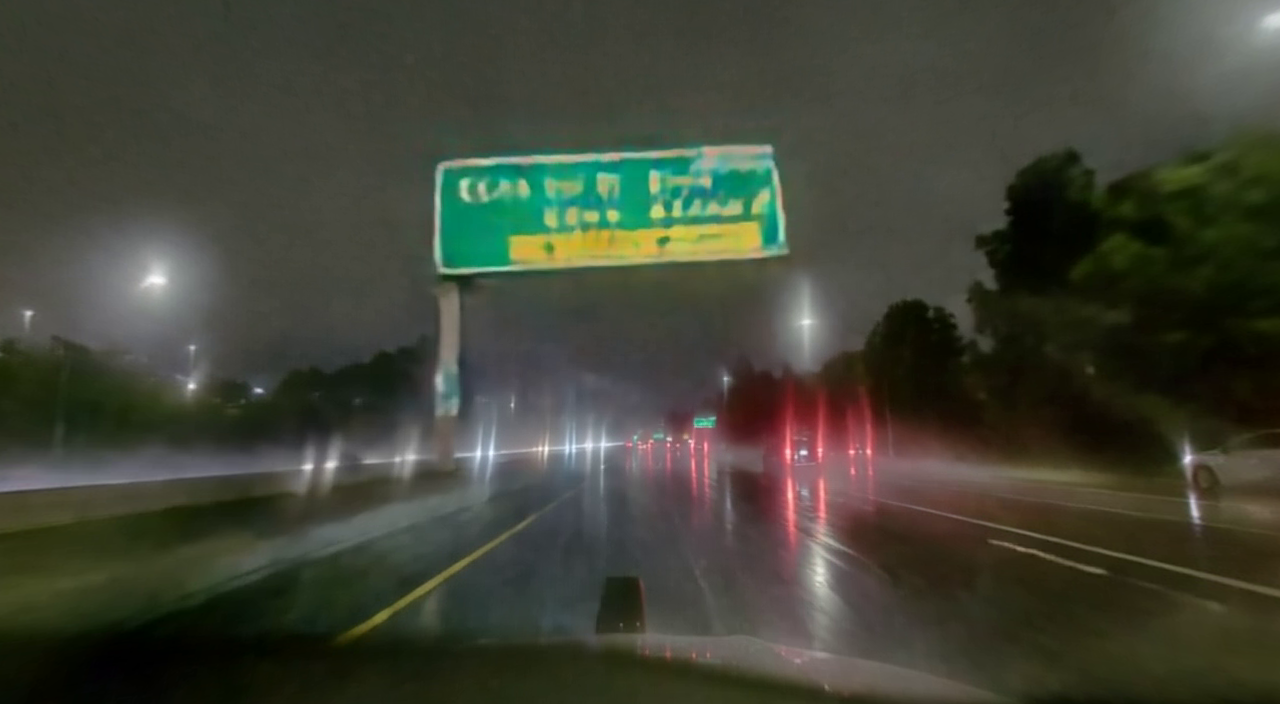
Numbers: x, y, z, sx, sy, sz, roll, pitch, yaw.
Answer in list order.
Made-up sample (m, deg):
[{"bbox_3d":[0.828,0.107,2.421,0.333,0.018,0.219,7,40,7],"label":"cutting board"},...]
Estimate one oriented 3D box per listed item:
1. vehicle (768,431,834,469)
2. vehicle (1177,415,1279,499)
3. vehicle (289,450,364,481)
[{"bbox_3d":[8.333,5.142,33.199,2.098,1.820,4.505,0,-9,-2],"label":"vehicle"},{"bbox_3d":[14.143,2.191,13.163,1.957,1.709,4.387,0,-9,-1],"label":"vehicle"},{"bbox_3d":[-17.040,6.165,34.583,1.835,1.496,4.318,1,-9,0],"label":"vehicle"}]
